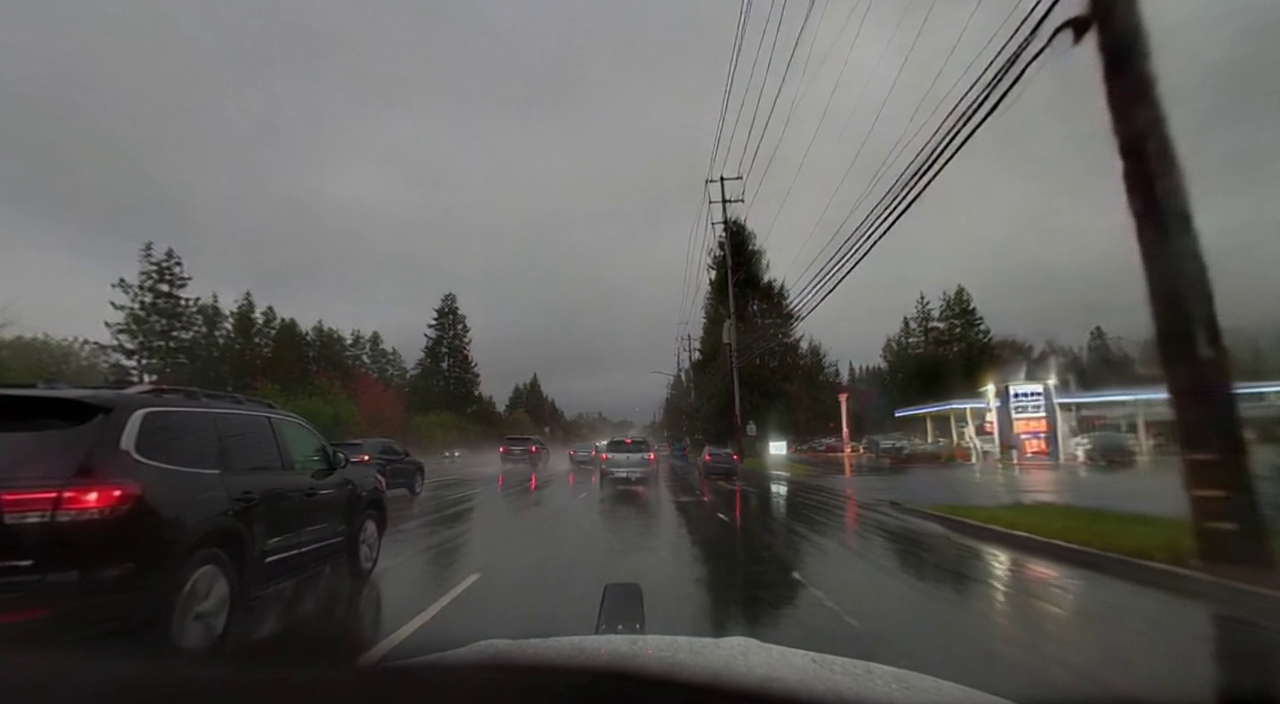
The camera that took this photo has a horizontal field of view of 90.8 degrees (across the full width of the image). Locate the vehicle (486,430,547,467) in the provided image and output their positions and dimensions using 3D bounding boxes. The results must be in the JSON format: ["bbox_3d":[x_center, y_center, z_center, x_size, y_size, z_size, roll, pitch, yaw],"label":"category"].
[{"bbox_3d":[-6.787,5.368,35.421,2.385,1.918,5.056,0,-8,0],"label":"vehicle"}]

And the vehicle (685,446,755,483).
[{"bbox_3d":[3.024,4.350,24.783,2.065,1.302,4.416,0,-8,-1],"label":"vehicle"}]

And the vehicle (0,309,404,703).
[{"bbox_3d":[-3.333,0.898,3.941,1.922,1.642,4.547,0,-8,0],"label":"vehicle"}]

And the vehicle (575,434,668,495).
[{"bbox_3d":[-0.441,2.945,16.958,2.189,1.437,4.135,0,-8,0],"label":"vehicle"}]
